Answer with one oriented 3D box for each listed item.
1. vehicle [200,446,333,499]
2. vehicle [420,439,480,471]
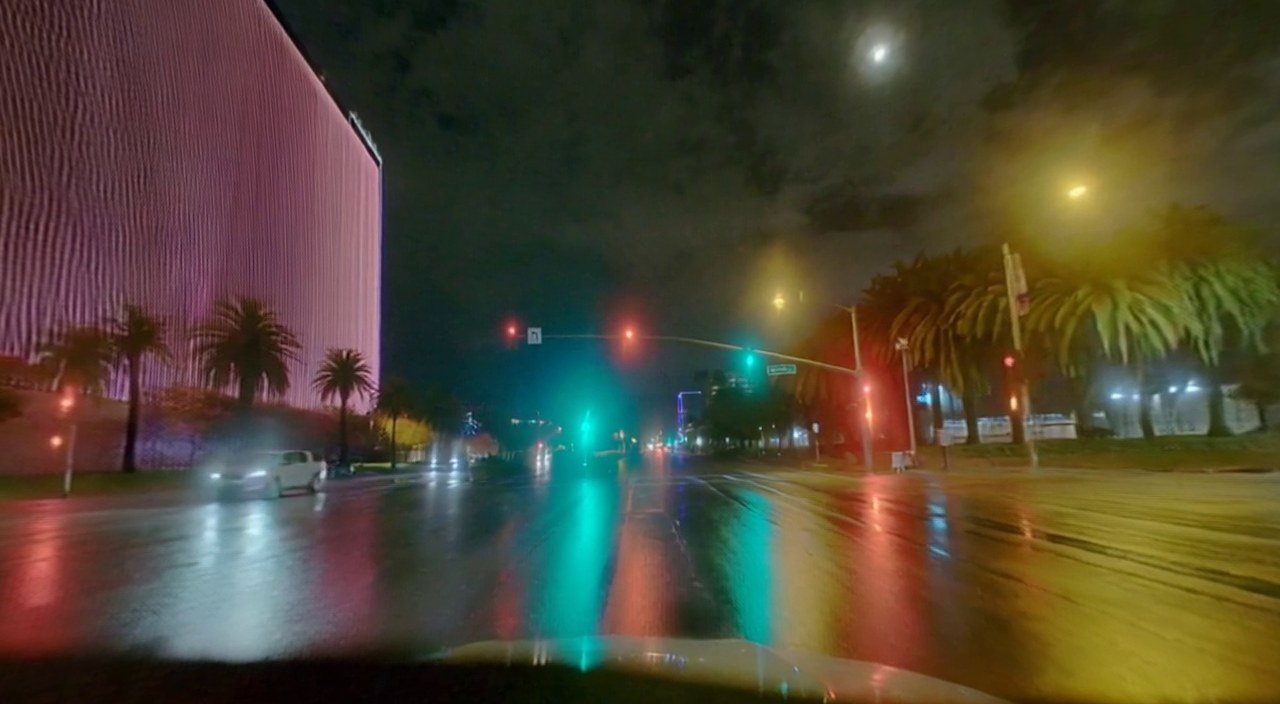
[{"bbox_3d":[-12.937,4.159,22.268,2.038,1.624,4.292,0,-8,0],"label":"vehicle"},{"bbox_3d":[-12.872,7.025,43.161,2.268,2.016,5.632,0,-8,1],"label":"vehicle"}]
